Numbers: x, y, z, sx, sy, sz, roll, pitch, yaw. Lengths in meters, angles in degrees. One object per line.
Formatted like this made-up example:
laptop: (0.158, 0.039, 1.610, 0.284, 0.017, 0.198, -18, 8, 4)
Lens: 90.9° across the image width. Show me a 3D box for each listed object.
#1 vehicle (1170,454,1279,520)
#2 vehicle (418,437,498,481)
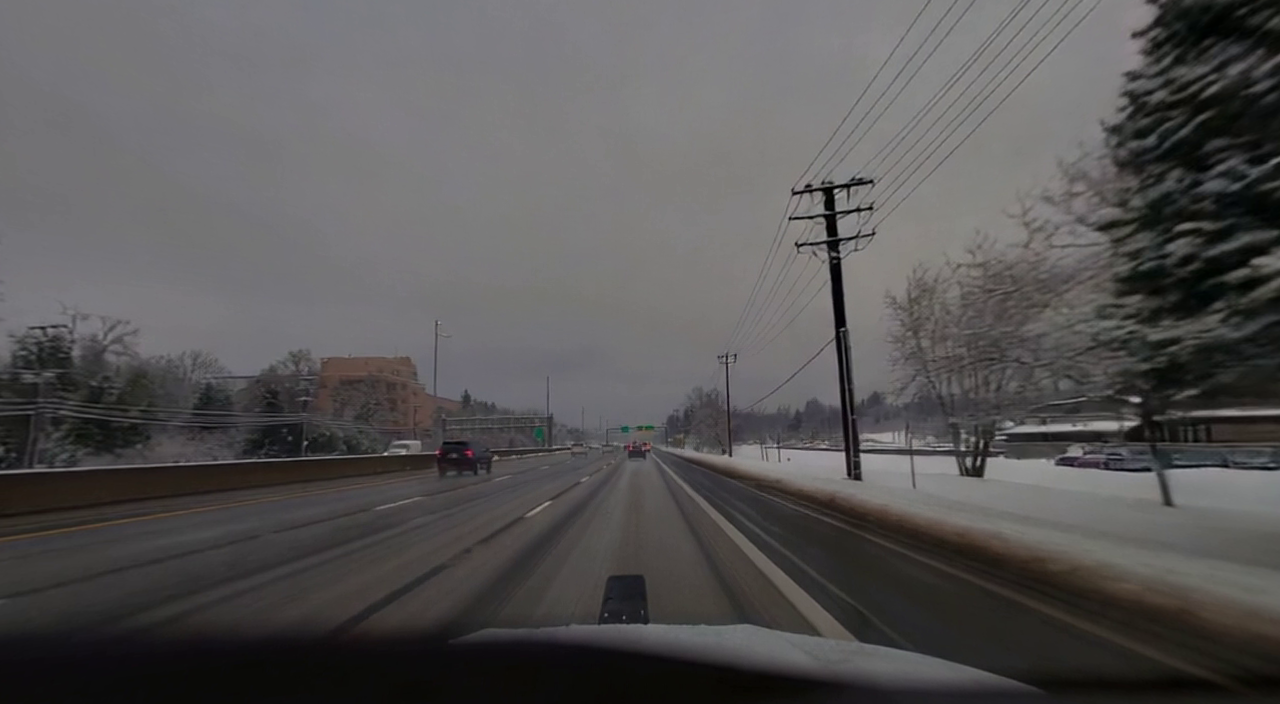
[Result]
vehicle: (19.980, 4.183, 19.782, 4.533, 1.883, 2.245, -1, -9, 4)
vehicle: (-7.179, 4.237, 25.282, 1.946, 1.590, 4.042, 0, -9, 1)
